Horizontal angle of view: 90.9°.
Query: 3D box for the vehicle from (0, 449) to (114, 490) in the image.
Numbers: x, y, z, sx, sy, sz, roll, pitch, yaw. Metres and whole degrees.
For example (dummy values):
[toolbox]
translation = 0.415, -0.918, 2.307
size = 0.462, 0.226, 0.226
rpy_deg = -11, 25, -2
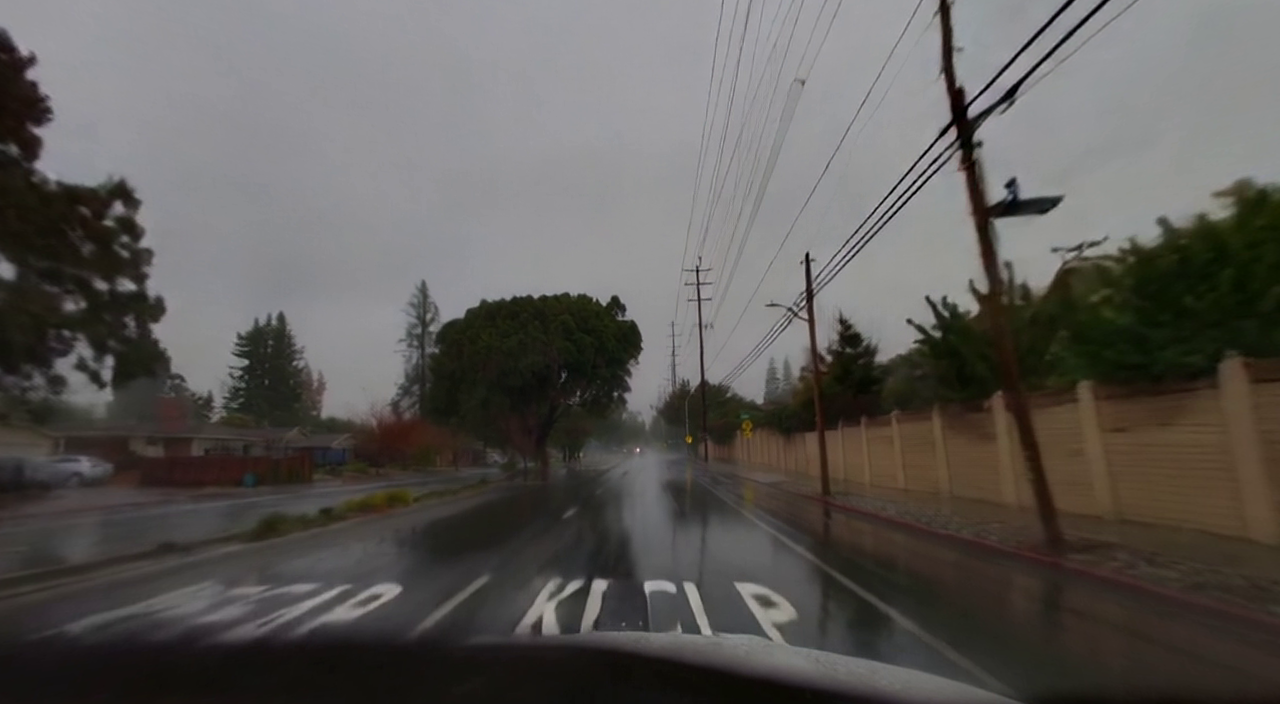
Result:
[vehicle]
translation = -29.245, 5.810, 31.729
size = 2.100, 1.845, 4.793
rpy_deg = 2, -9, -11
